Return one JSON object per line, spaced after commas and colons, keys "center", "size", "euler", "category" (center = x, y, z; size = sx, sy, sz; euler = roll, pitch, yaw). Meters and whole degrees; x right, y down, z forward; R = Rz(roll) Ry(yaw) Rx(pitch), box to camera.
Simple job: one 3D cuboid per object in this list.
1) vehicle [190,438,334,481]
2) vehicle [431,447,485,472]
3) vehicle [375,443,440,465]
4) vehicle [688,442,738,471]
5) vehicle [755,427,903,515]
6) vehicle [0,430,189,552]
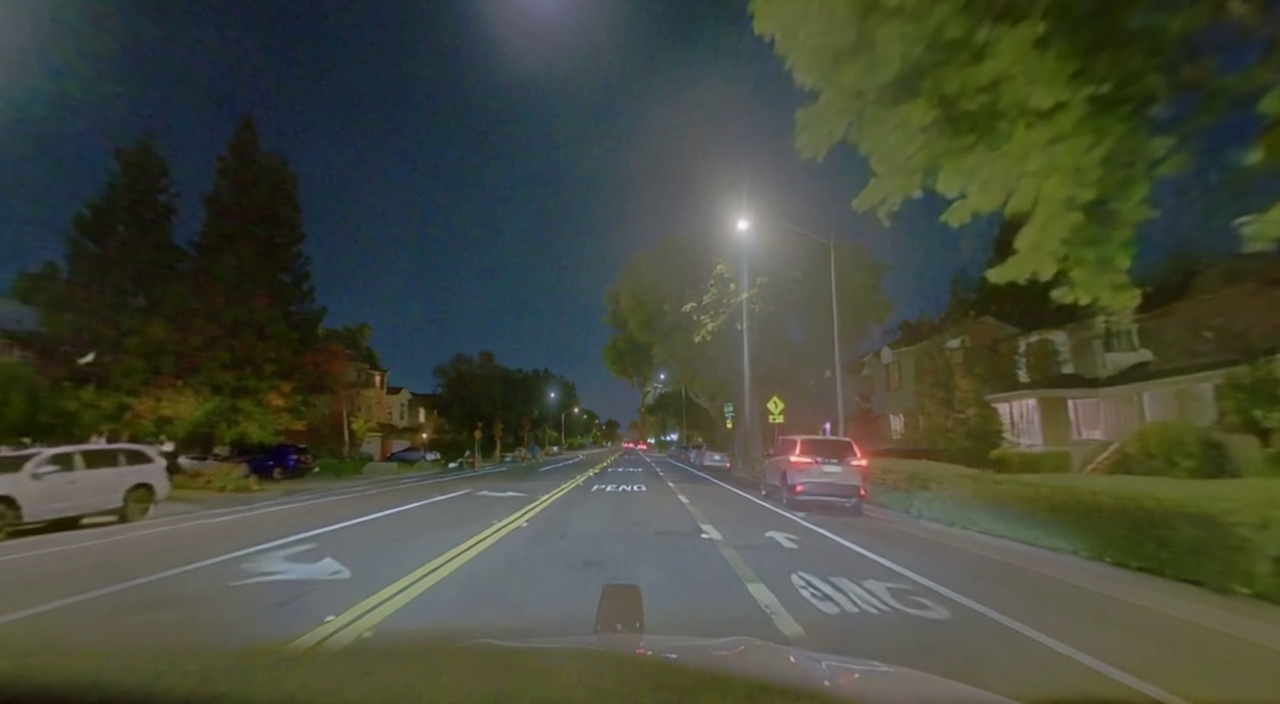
{"center": [-17.916, 5.088, 30.045], "size": [5.764, 1.898, 2.201], "euler": [-2, -9, 11], "category": "vehicle"}
{"center": [-11.866, 7.050, 41.522], "size": [2.079, 1.509, 4.591], "euler": [0, -9, 1], "category": "vehicle"}
{"center": [-18.320, 8.045, 49.896], "size": [4.310, 1.705, 1.905], "euler": [-1, -9, 4], "category": "vehicle"}
{"center": [4.042, 5.875, 35.685], "size": [1.920, 1.541, 4.709], "euler": [0, -9, -4], "category": "vehicle"}
{"center": [4.232, 2.750, 15.037], "size": [2.027, 1.751, 4.433], "euler": [0, -9, -2], "category": "vehicle"}
{"center": [-11.742, 2.565, 12.115], "size": [2.199, 1.988, 5.454], "euler": [0, -9, -1], "category": "vehicle"}
